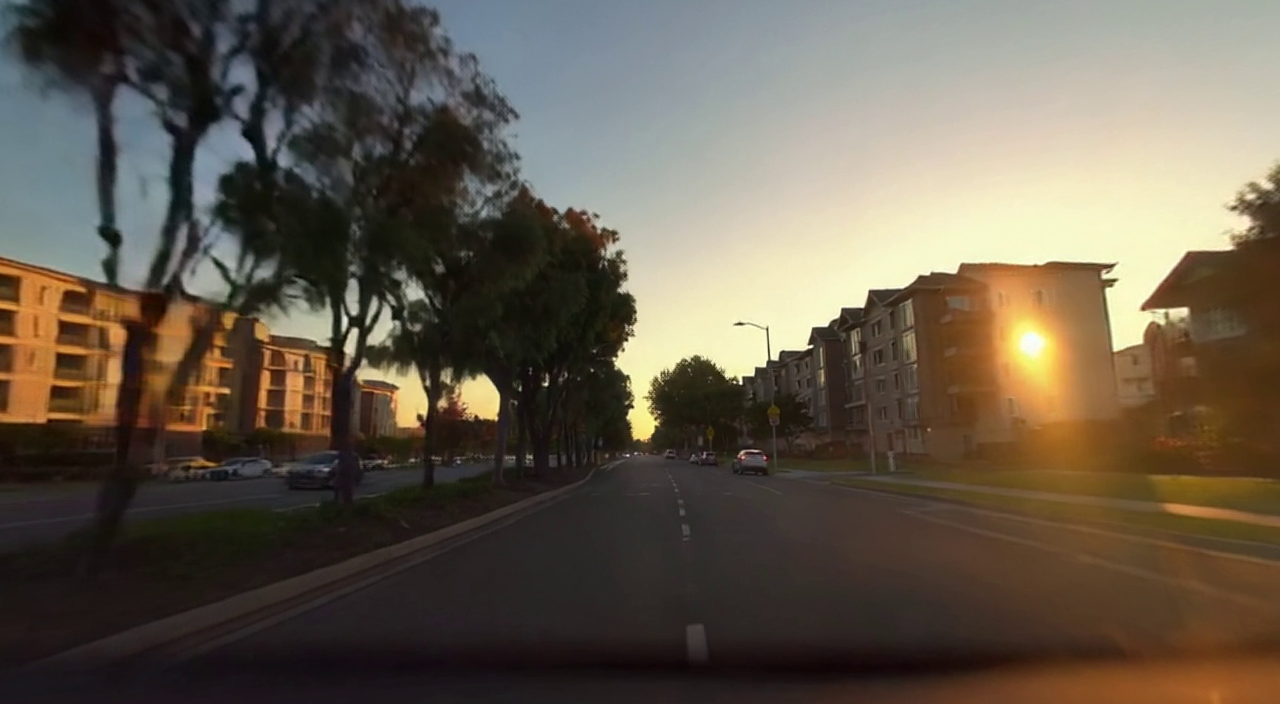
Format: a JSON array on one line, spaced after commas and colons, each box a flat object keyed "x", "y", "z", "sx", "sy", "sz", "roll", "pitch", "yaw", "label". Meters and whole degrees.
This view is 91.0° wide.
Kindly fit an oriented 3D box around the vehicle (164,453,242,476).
[{"x": -32.183, "y": 8.258, "z": 46.395, "sx": 1.836, "sy": 1.533, "sz": 4.324, "roll": -8, "pitch": -12, "yaw": 44, "label": "vehicle"}]

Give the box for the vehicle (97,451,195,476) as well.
[{"x": -32.970, "y": 7.407, "z": 42.073, "sx": 2.023, "sy": 1.567, "sz": 4.818, "roll": -8, "pitch": -12, "yaw": 44, "label": "vehicle"}]

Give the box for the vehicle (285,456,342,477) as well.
[{"x": -25.500, "y": 8.958, "z": 49.358, "sx": 1.931, "sy": 1.427, "sz": 4.578, "roll": 0, "pitch": -9, "yaw": 2, "label": "vehicle"}]

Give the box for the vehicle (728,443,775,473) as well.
[{"x": 7.329, "y": 7.021, "z": 41.961, "sx": 2.241, "sy": 1.877, "sz": 4.810, "roll": 0, "pitch": -9, "yaw": 0, "label": "vehicle"}]
